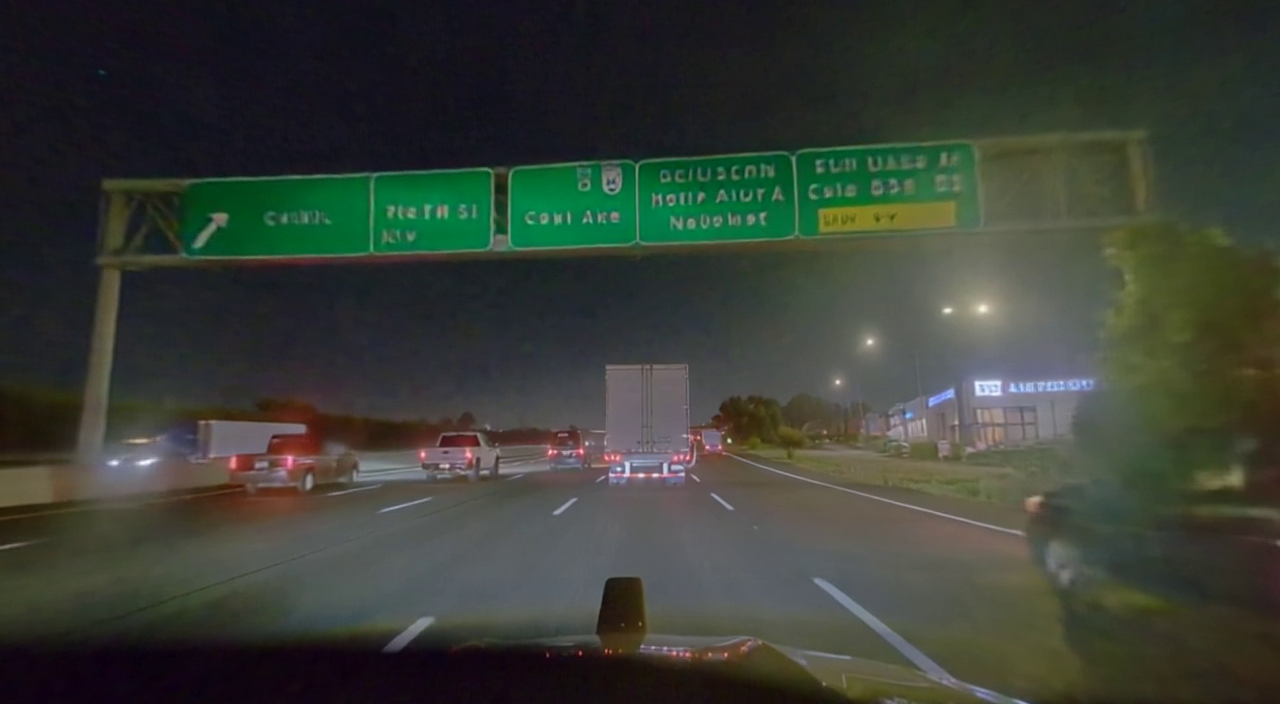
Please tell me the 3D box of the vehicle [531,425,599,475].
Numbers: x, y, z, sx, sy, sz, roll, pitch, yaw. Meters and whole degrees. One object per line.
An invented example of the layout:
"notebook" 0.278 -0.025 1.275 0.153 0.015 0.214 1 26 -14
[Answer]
"vehicle" -3.378 4.618 29.786 2.379 2.075 6.169 0 -9 1

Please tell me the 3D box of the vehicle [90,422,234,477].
"vehicle" -28.403 5.864 38.053 2.888 3.005 7.363 0 -9 0

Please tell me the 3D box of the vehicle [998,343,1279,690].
"vehicle" 4.418 0.878 3.422 2.137 1.796 4.817 0 -9 1

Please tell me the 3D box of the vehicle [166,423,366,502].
"vehicle" -10.298 3.102 18.178 2.089 1.885 5.888 0 -9 1

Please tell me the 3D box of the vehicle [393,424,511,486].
"vehicle" -6.695 3.796 23.443 2.479 1.978 5.952 0 -9 1

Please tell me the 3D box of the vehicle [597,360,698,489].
"vehicle" 0.173 2.851 23.531 2.941 3.794 9.851 0 -9 -1
